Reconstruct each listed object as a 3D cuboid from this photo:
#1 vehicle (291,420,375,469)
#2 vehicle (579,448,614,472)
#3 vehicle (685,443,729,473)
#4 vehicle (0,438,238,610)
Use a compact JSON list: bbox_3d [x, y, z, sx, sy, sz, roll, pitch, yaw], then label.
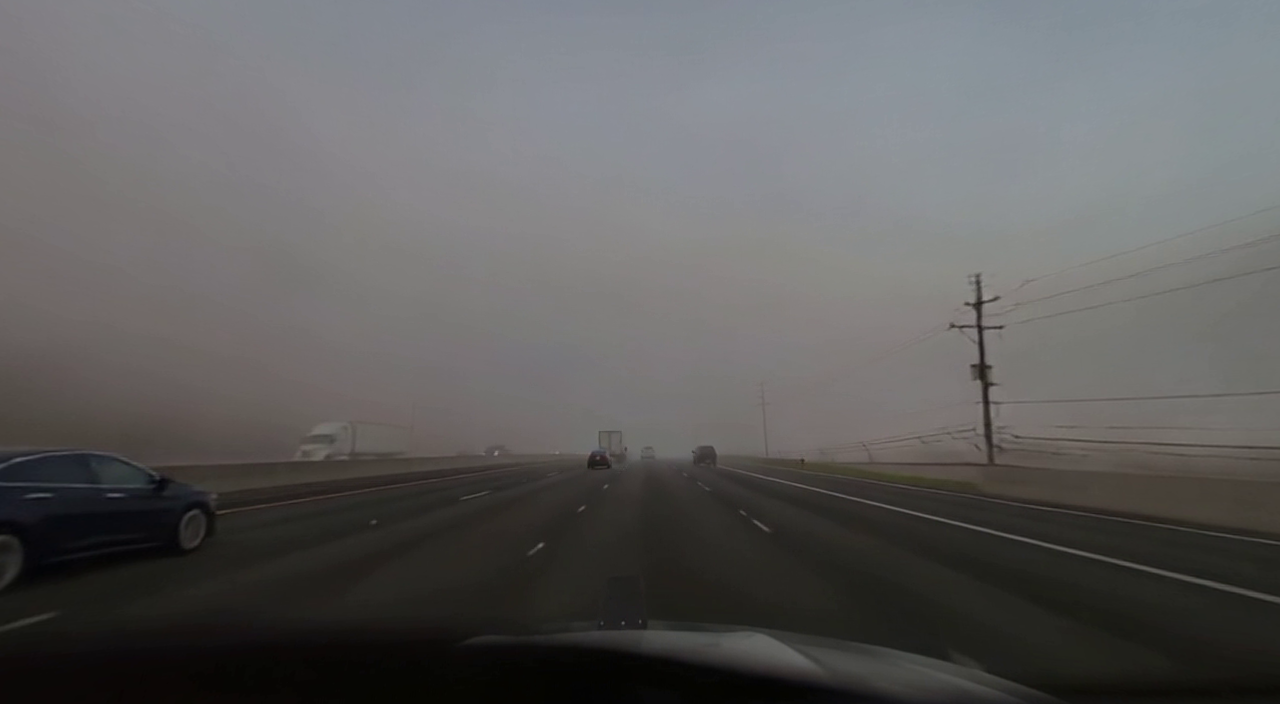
[{"bbox_3d":[-22.456,6.831,46.451,3.013,3.352,5.902,0,-9,1],"label":"vehicle"},{"bbox_3d":[-2.808,7.085,41.529,2.004,1.498,4.043,0,-9,1],"label":"vehicle"},{"bbox_3d":[4.257,6.819,40.675,2.214,1.799,4.627,0,-9,-1],"label":"vehicle"},{"bbox_3d":[-6.518,1.549,5.906,2.127,1.446,5.008,0,-9,1],"label":"vehicle"}]
